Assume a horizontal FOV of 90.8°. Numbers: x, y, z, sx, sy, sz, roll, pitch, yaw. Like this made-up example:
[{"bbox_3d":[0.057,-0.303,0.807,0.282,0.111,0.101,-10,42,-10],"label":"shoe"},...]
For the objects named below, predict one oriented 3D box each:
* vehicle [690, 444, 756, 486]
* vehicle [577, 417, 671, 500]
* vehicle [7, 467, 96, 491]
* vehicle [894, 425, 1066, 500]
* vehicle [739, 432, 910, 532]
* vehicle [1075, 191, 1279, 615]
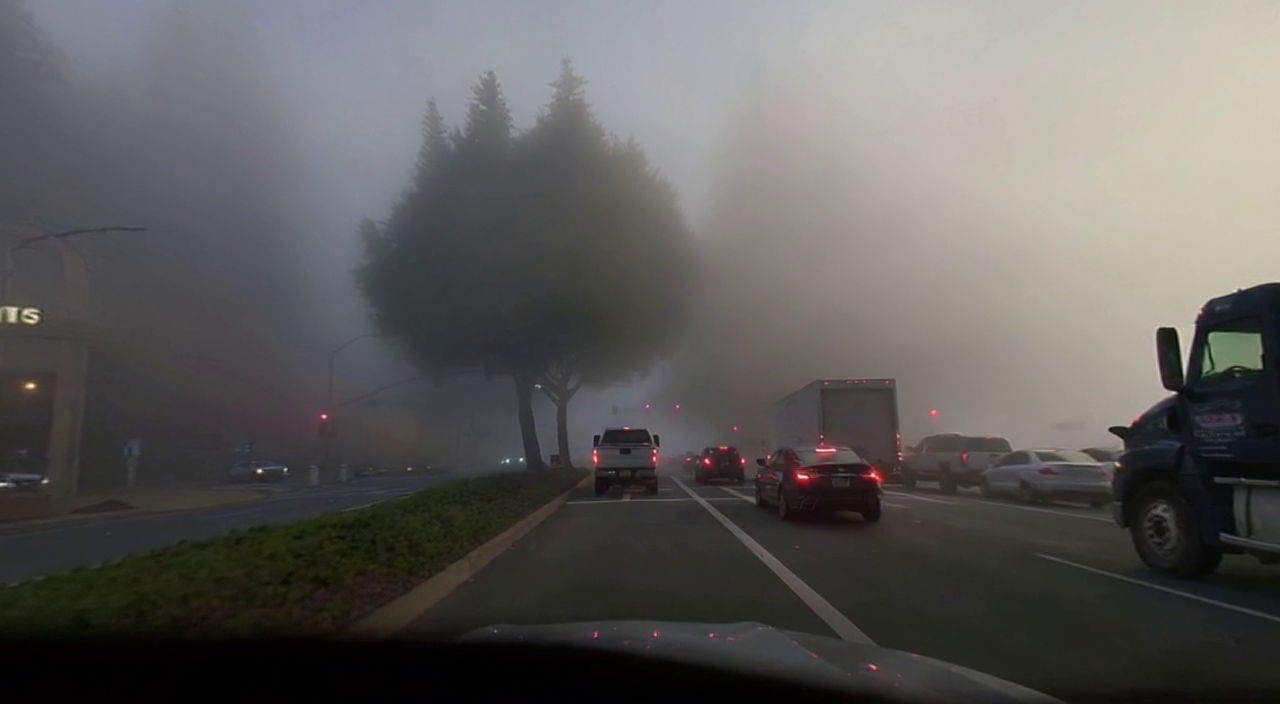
[{"bbox_3d":[3.151,4.420,25.006,1.922,1.483,4.436,0,-9,-1],"label":"vehicle"},{"bbox_3d":[-0.461,3.236,19.460,2.499,2.183,5.111,0,-9,-1],"label":"vehicle"},{"bbox_3d":[-38.172,8.221,41.011,4.150,1.474,1.826,-2,-9,7],"label":"vehicle"},{"bbox_3d":[10.229,3.395,19.759,2.163,1.973,5.692,0,-9,-1],"label":"vehicle"},{"bbox_3d":[3.363,2.472,12.713,1.905,1.587,4.998,0,-9,0],"label":"vehicle"},{"bbox_3d":[6.473,0.165,3.443,2.802,3.322,7.429,0,-9,0],"label":"vehicle"}]
